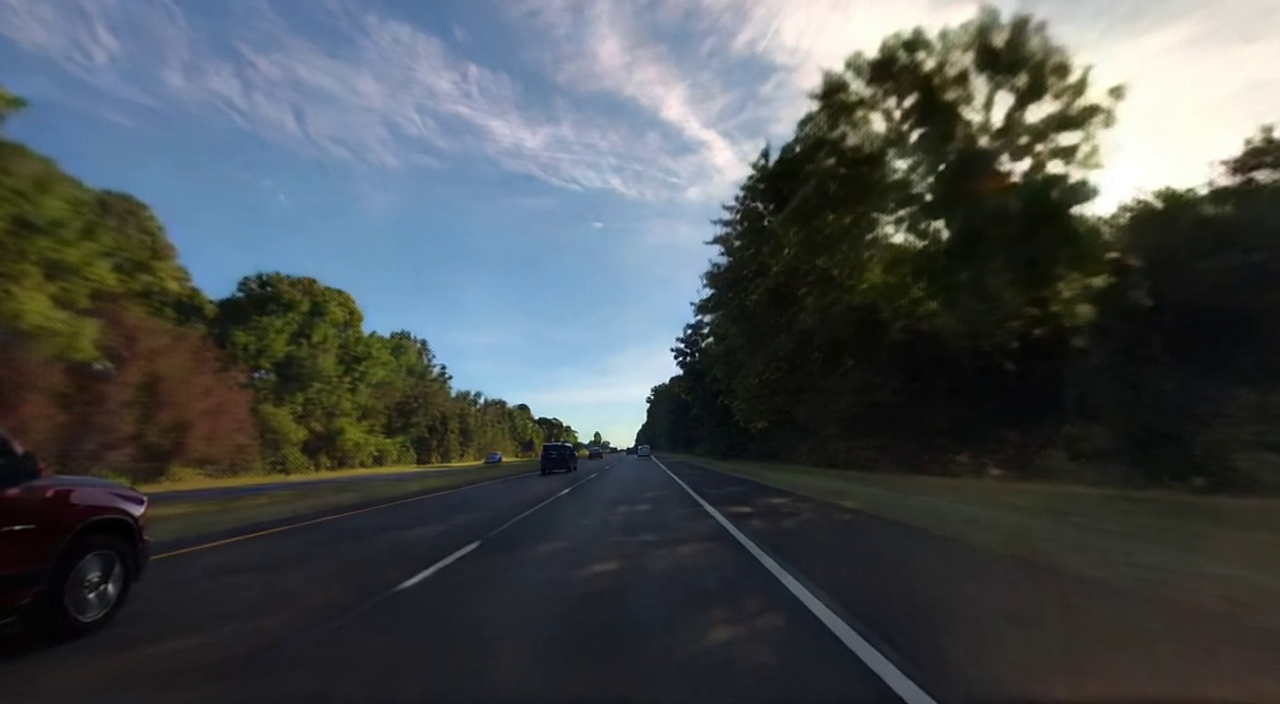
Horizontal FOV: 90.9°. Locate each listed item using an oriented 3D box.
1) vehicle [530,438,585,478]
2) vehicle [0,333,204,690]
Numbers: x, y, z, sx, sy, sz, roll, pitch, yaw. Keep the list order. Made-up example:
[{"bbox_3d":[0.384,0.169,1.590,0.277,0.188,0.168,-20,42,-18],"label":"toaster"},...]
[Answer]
[{"bbox_3d":[-4.008,5.205,31.222,2.056,1.811,4.202,0,-9,1],"label":"vehicle"},{"bbox_3d":[-4.575,0.752,2.632,2.102,1.941,4.703,0,-9,0],"label":"vehicle"}]
